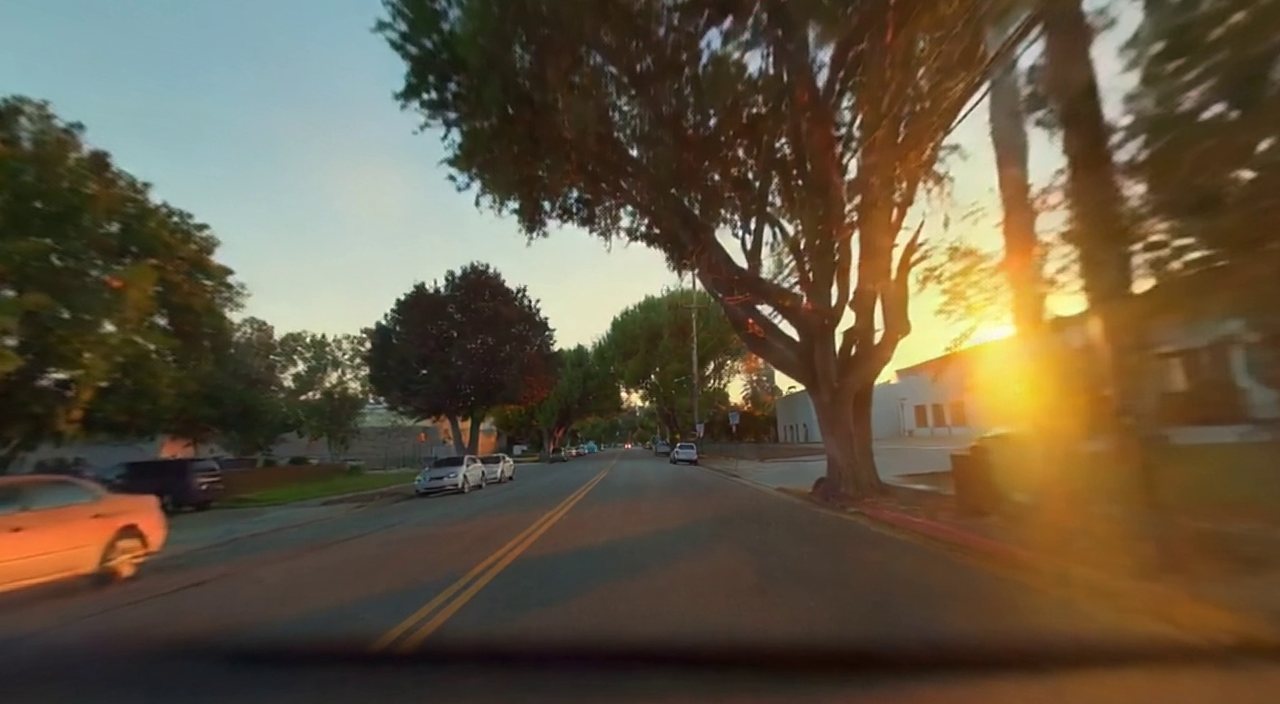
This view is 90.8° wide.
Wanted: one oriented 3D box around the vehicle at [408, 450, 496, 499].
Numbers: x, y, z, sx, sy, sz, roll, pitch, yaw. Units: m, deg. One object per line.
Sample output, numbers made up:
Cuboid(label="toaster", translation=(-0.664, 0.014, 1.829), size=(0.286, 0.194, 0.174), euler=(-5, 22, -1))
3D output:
Cuboid(label="vehicle", translation=(-6.680, 4.358, 22.956), size=(1.887, 1.460, 4.444), euler=(-4, -9, -1))

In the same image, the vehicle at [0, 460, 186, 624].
Cuboid(label="vehicle", translation=(-6.613, 1.785, 5.749), size=(1.815, 1.384, 4.357), euler=(-3, -9, -1))

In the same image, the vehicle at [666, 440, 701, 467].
Cuboid(label="vehicle", translation=(3.112, 7.300, 45.769), size=(2.138, 1.820, 5.218), euler=(0, -8, 0))
